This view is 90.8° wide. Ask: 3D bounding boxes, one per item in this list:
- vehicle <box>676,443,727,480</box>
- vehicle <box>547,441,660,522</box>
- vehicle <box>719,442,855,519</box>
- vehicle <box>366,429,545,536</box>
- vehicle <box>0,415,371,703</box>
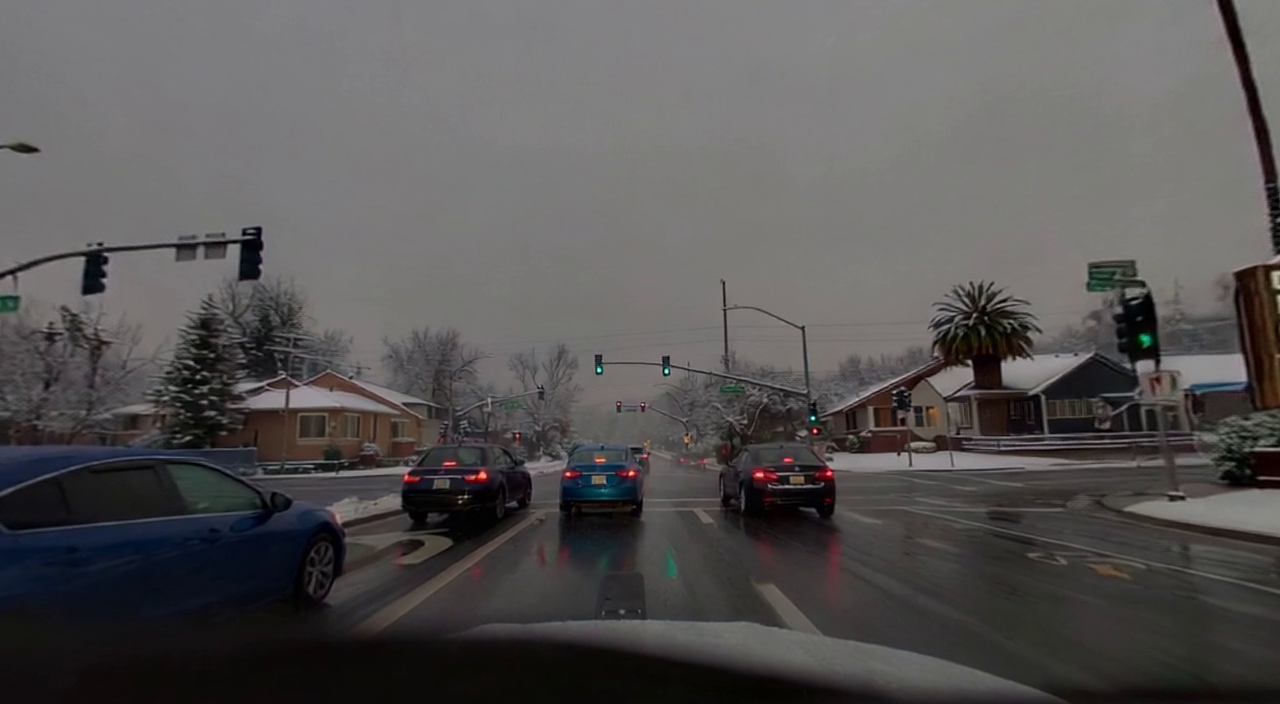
[{"bbox_3d":[2.892,5.244,30.546,1.956,1.615,4.205,0,-9,-1],"label":"vehicle"},{"bbox_3d":[-0.671,2.713,13.789,2.104,1.500,3.815,0,-9,1],"label":"vehicle"},{"bbox_3d":[3.125,2.825,14.459,2.014,1.464,4.312,0,-9,-1],"label":"vehicle"},{"bbox_3d":[-3.317,2.448,12.506,2.024,1.701,4.572,0,-9,2],"label":"vehicle"},{"bbox_3d":[-3.660,1.193,3.826,2.058,1.474,4.473,0,-9,0],"label":"vehicle"}]
